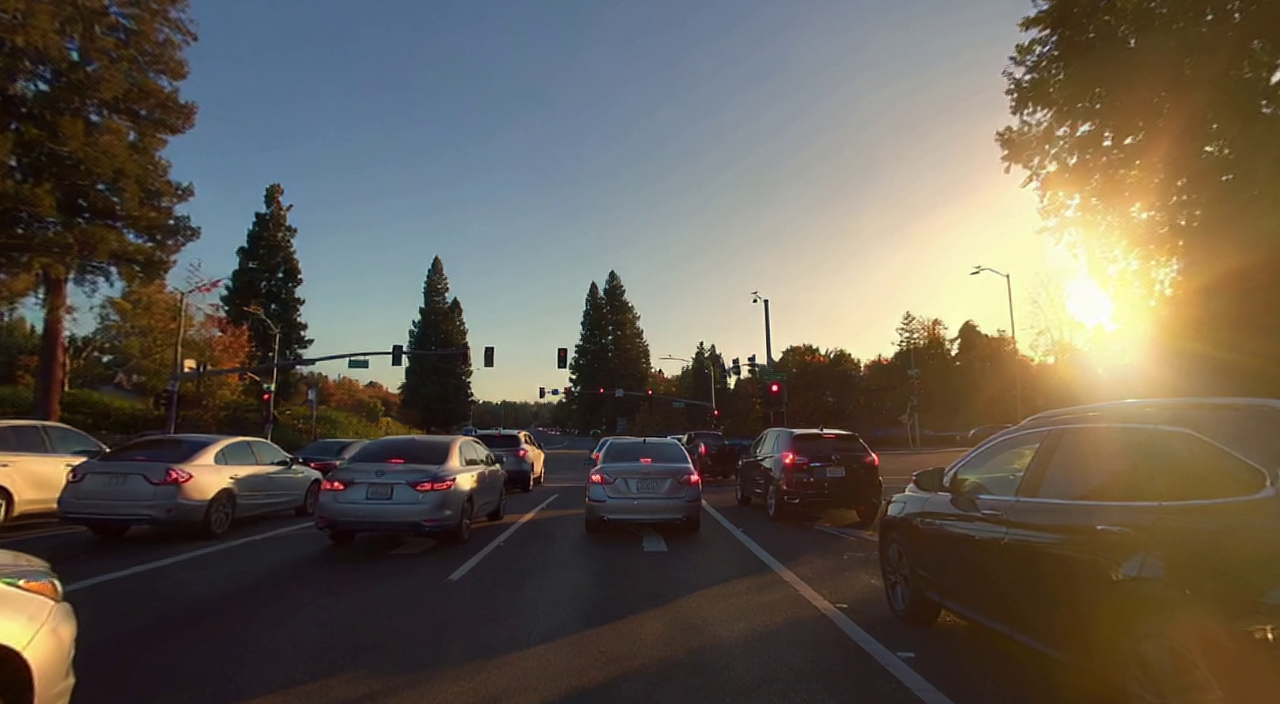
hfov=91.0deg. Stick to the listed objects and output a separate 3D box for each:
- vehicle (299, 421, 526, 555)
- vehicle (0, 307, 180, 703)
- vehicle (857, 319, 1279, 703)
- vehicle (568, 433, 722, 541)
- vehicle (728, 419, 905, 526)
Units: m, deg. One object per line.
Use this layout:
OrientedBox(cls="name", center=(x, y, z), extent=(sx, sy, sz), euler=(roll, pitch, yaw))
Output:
OrientedBox(cls="vehicle", center=(-3.063, 1.915, 9.613), extent=(1.896, 1.546, 4.378), euler=(0, -8, -1))
OrientedBox(cls="vehicle", center=(-3.208, 0.499, 0.616), extent=(2.079, 1.756, 4.676), euler=(0, -8, -2))
OrientedBox(cls="vehicle", center=(3.150, 0.980, 3.746), extent=(2.074, 1.685, 4.387), euler=(0, -8, -1))
OrientedBox(cls="vehicle", center=(-0.003, 2.098, 10.424), extent=(2.076, 1.438, 3.770), euler=(0, -8, -2))
OrientedBox(cls="vehicle", center=(3.082, 2.199, 12.048), extent=(2.106, 1.667, 4.101), euler=(0, -8, -1))
